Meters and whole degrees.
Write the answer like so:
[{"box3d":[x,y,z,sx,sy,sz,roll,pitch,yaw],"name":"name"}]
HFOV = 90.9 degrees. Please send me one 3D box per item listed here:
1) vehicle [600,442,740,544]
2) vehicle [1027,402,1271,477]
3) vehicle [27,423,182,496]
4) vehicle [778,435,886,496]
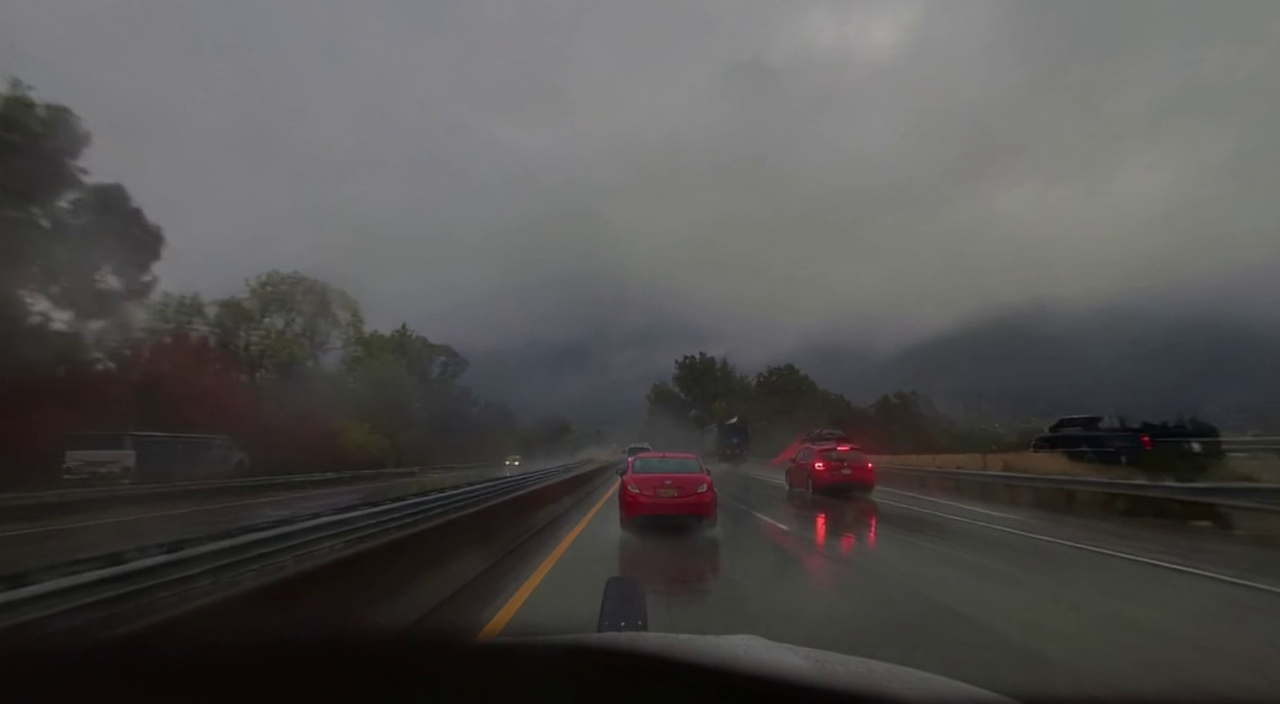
[{"box3d":[0.422,2.401,11.316,2.076,1.485,3.774,0,-9,-1],"name":"vehicle"},{"box3d":[31.566,5.771,40.758,2.822,3.996,14.073,1,-9,-7],"name":"vehicle"},{"box3d":[-33.501,6.717,40.012,2.902,3.981,7.819,-3,-8,0],"name":"vehicle"},{"box3d":[6.356,3.818,21.547,2.177,1.827,4.565,0,-9,-1],"name":"vehicle"}]
